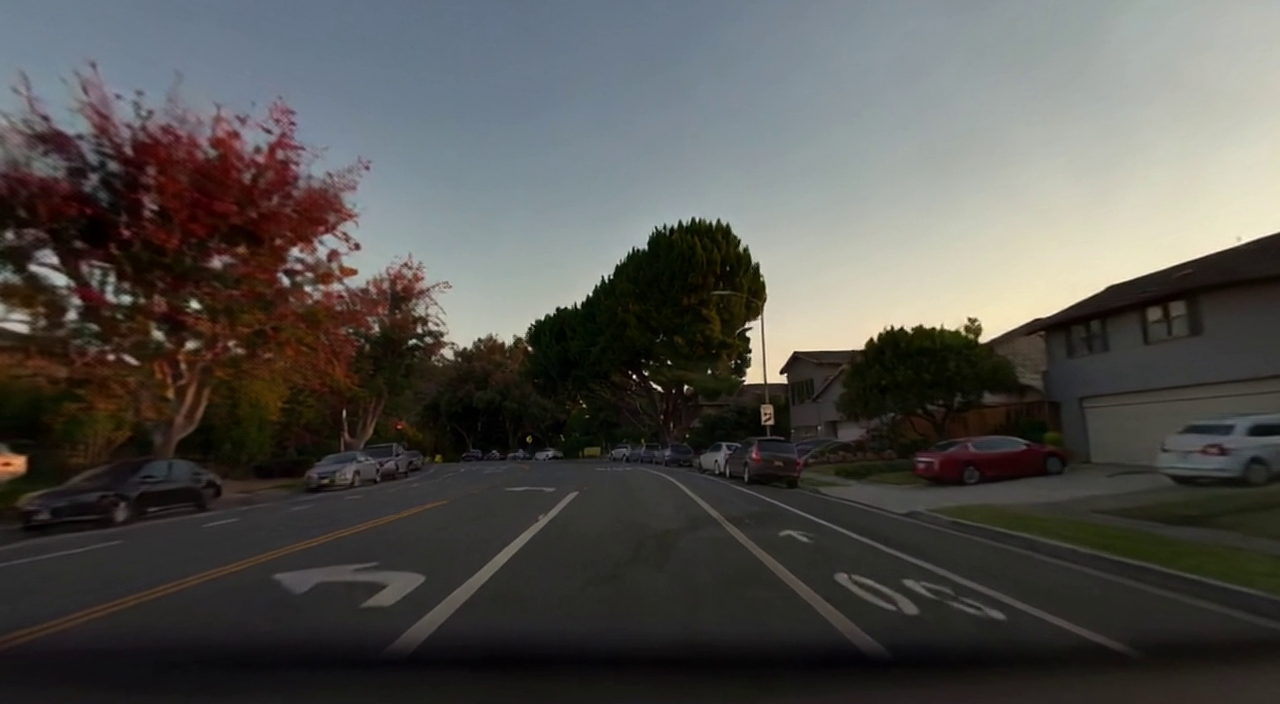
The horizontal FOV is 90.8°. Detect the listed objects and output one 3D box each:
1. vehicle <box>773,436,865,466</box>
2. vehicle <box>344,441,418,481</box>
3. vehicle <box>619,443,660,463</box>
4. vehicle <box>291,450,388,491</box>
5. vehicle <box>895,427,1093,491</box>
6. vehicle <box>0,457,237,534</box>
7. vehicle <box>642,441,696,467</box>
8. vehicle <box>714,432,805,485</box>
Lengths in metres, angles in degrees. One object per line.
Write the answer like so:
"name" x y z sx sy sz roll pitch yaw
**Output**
"vehicle" 9.353 5.203 33.216 4.158 1.521 1.921 1 -9 -6
"vehicle" -12.691 5.354 31.347 2.107 1.810 4.708 1 -9 -6
"vehicle" -0.068 7.775 48.670 1.844 1.485 4.193 3 -9 -20
"vehicle" -12.176 4.794 25.989 2.012 1.478 4.661 1 -9 -4
"vehicle" 10.101 3.080 18.268 4.512 1.477 1.927 -3 -9 -3
"vehicle" -11.644 3.193 14.625 1.948 1.410 4.361 0 -9 -3
"vehicle" 1.853 6.752 42.101 2.367 1.614 4.463 2 -9 -14
"vehicle" 4.274 3.912 23.490 2.184 1.770 4.651 1 -9 -4
